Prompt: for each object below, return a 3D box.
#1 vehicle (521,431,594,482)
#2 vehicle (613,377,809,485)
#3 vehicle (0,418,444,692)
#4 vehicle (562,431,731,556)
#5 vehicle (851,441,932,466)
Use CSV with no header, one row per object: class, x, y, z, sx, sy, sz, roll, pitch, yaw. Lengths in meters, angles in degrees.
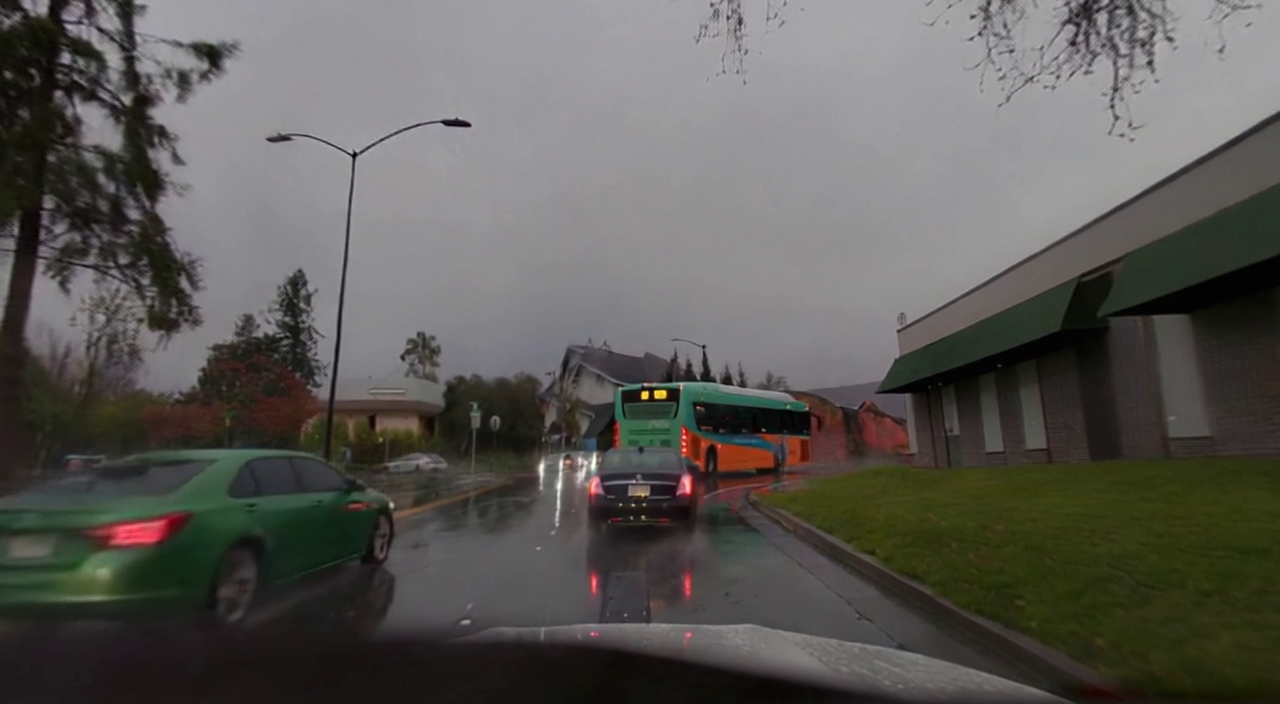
vehicle,-3.044,3.982,24.261,2.017,1.761,4.572,-1,-8,2
vehicle,3.196,3.117,24.267,2.948,3.303,9.977,-6,-10,35
vehicle,-3.601,1.458,5.808,1.953,1.480,4.522,-1,-8,3
vehicle,0.098,1.996,9.563,2.020,1.478,3.922,0,-8,1
vehicle,15.675,6.332,39.366,4.422,1.457,1.882,-6,-10,29
